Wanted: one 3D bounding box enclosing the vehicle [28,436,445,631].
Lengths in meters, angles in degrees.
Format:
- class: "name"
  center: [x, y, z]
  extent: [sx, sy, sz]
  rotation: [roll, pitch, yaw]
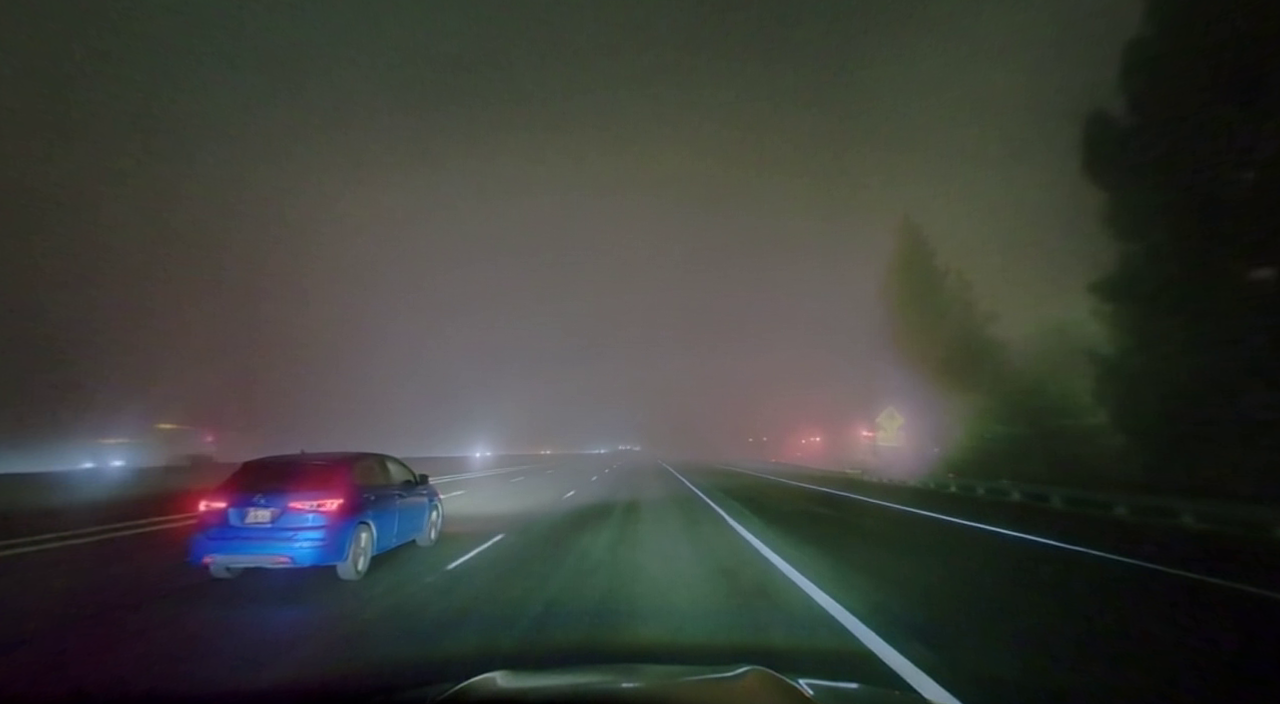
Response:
- class: "vehicle"
  center: [-3.727, 1.691, 6.839]
  extent: [1.935, 1.479, 3.787]
  rotation: [0, -8, 1]
